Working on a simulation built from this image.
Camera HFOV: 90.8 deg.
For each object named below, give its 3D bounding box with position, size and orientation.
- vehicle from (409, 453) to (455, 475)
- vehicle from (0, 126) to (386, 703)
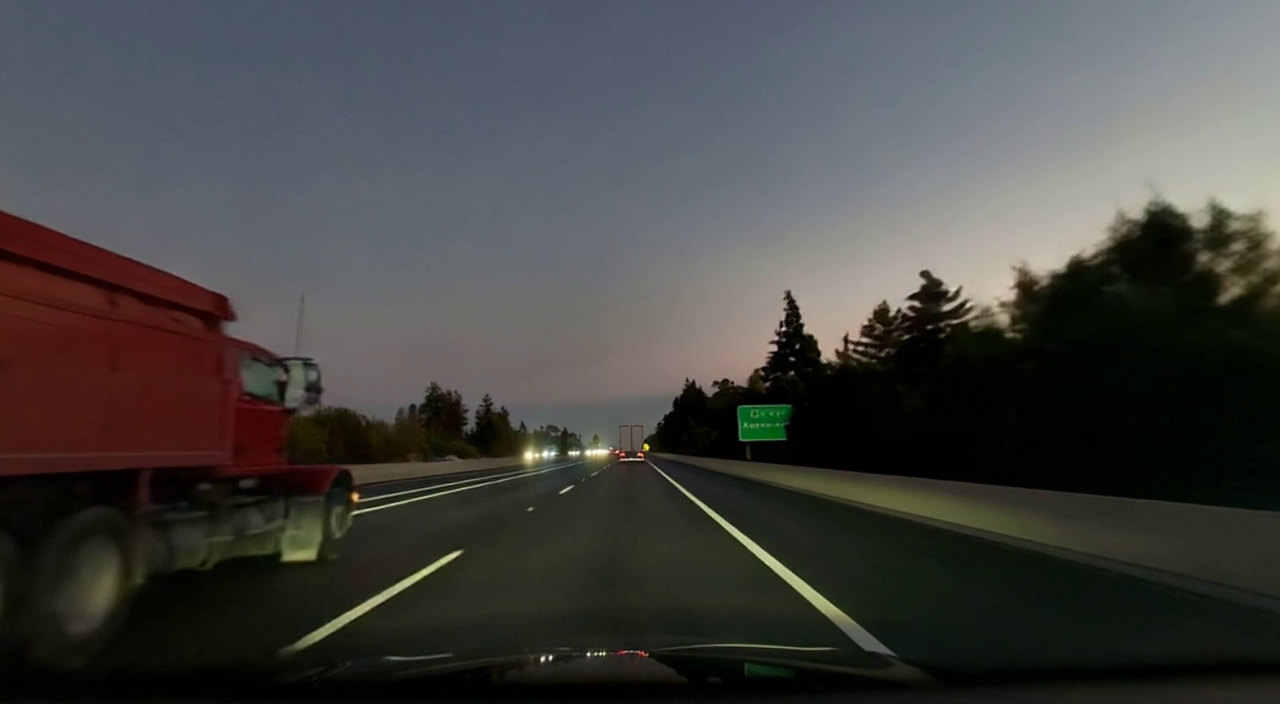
[{"bbox_3d":[-14.227,7.666,43.408,1.753,1.440,4.034,0,-9,0],"label":"vehicle"},{"bbox_3d":[-4.295,0.539,4.399,2.368,2.813,6.329,0,-9,0],"label":"vehicle"}]
